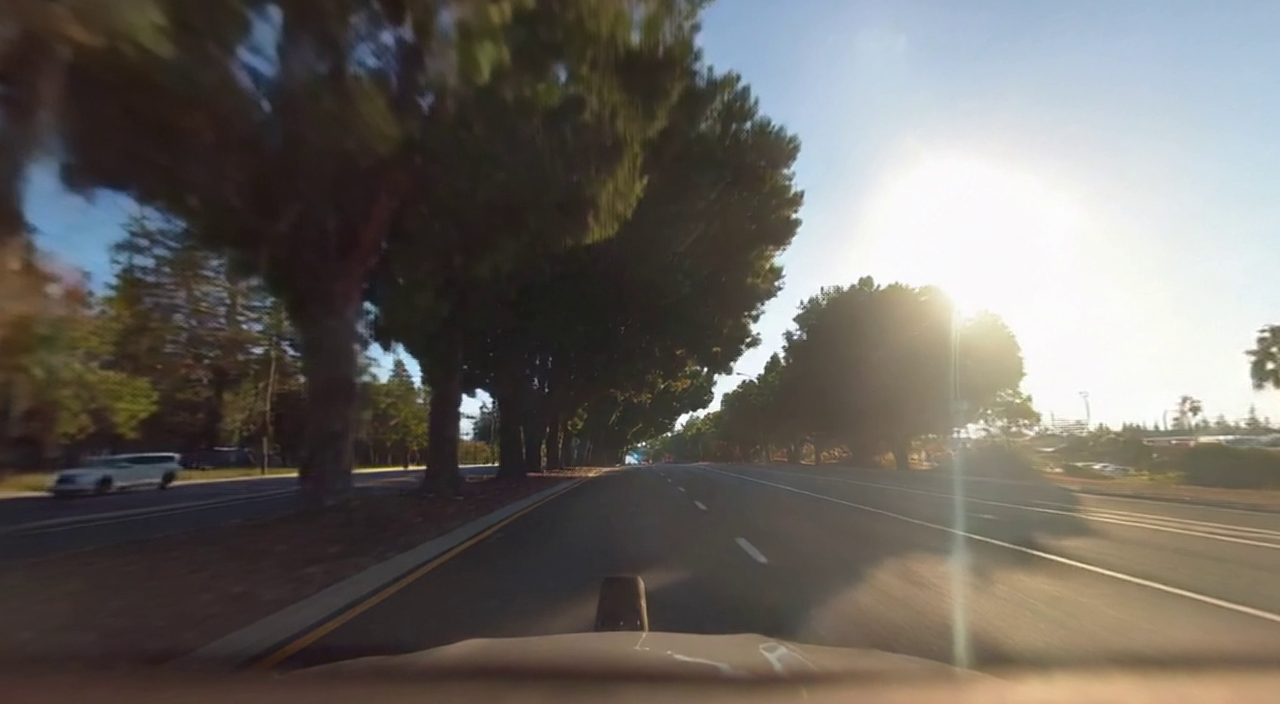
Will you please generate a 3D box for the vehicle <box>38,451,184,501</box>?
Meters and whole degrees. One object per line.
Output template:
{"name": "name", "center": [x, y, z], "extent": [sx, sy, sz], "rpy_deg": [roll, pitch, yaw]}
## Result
{"name": "vehicle", "center": [-19.380, 4.505, 23.431], "extent": [1.896, 1.623, 4.124], "rpy_deg": [0, -9, -2]}
